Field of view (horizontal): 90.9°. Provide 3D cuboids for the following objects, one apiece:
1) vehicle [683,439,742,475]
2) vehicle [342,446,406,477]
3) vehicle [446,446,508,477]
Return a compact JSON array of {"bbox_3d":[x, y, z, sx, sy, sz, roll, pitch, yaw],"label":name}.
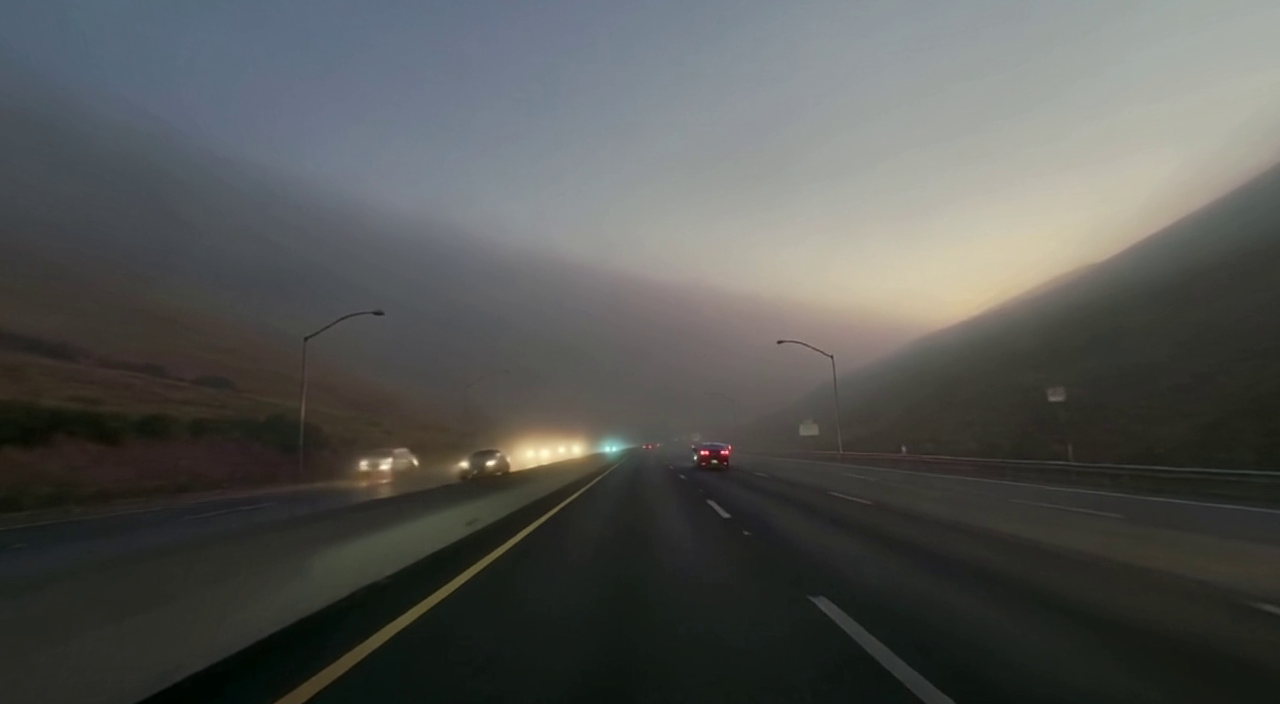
[{"bbox_3d":[3.086,4.587,27.767,2.044,1.444,4.216,0,-8,0],"label":"vehicle"},{"bbox_3d":[-15.628,6.434,37.298,1.972,1.685,4.032,0,-8,1],"label":"vehicle"},{"bbox_3d":[-8.692,5.854,34.066,2.068,1.494,4.604,0,-8,1],"label":"vehicle"}]
